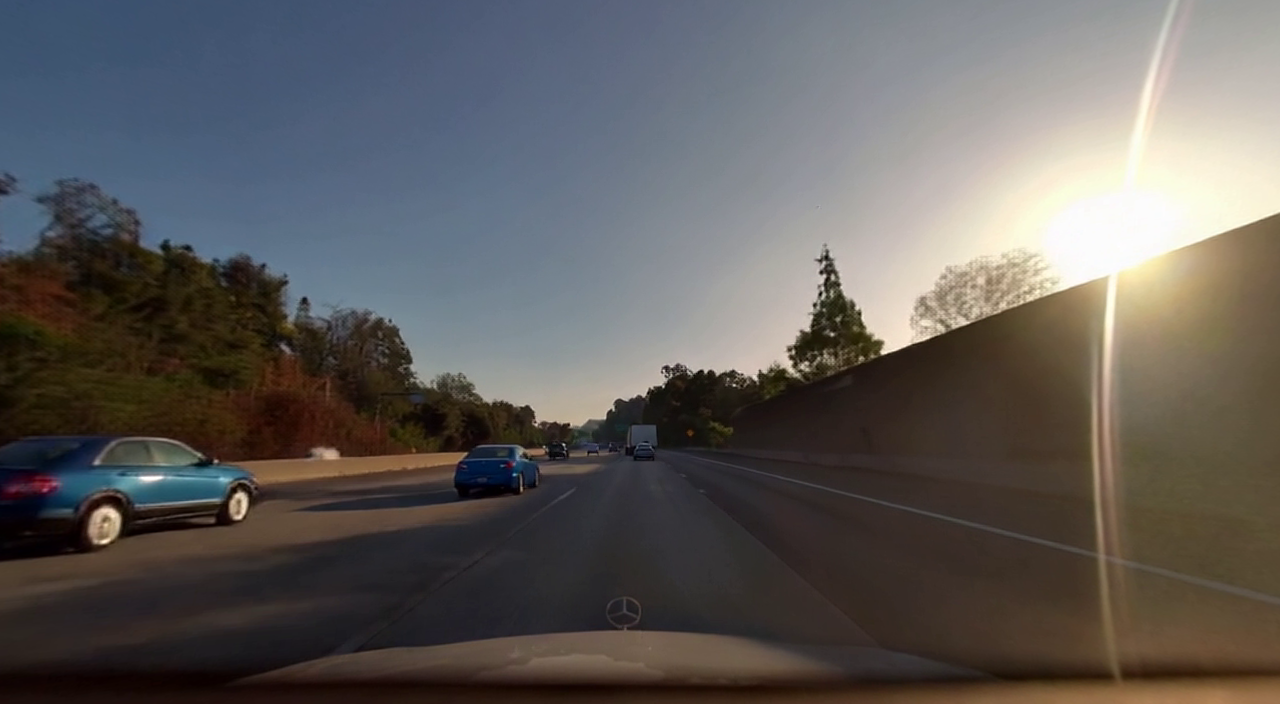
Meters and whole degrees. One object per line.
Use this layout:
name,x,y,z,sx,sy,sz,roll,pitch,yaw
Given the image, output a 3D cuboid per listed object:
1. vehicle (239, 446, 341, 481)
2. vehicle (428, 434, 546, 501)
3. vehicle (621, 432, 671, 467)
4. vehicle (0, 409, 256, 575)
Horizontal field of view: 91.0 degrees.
vehicle,-17.111,5.453,31.149,2.105,1.551,5.065,0,-8,1
vehicle,-3.833,2.970,16.608,2.000,1.512,4.371,0,-8,0
vehicle,0.306,5.876,38.043,2.856,1.994,4.931,0,-8,-1
vehicle,-7.648,1.706,8.307,2.189,1.673,4.699,0,-8,0
